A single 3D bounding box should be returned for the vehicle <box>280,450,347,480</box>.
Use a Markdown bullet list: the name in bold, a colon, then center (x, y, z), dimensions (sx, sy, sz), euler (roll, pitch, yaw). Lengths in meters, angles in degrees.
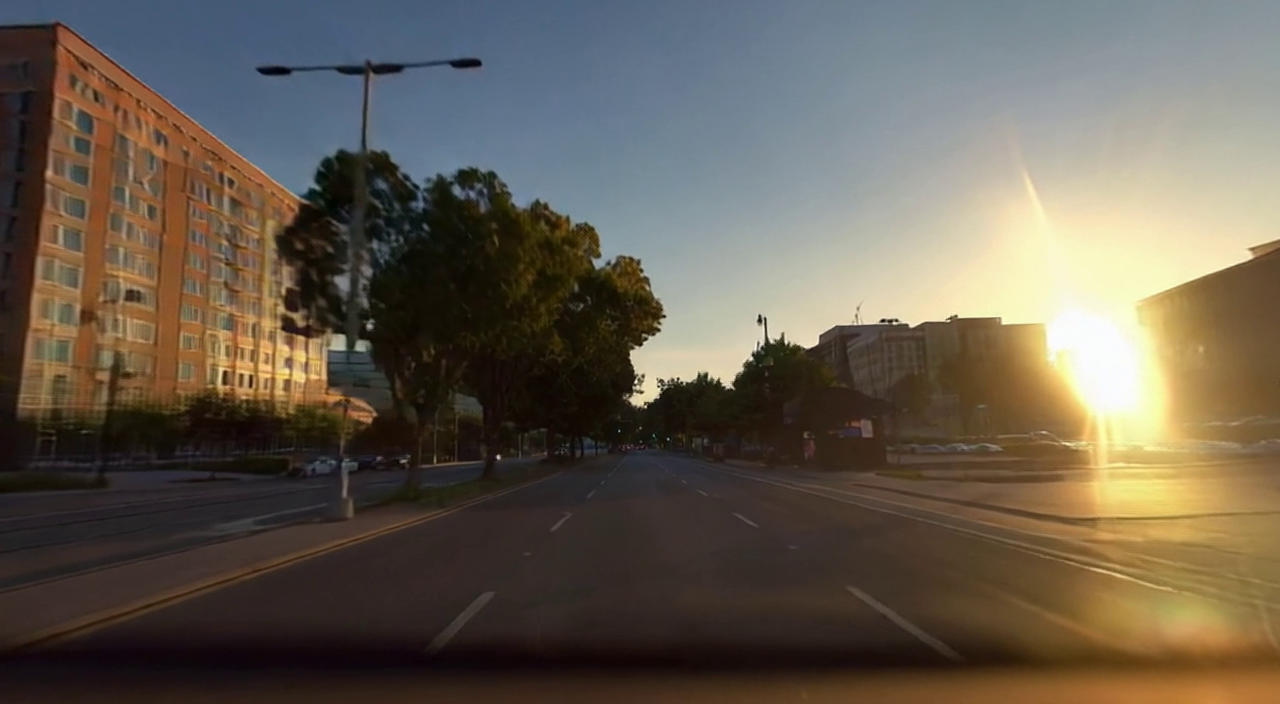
- **vehicle**: center (-21.947, 7.570, 42.738), dimensions (1.922, 1.821, 4.729), euler (0, -8, 1)
